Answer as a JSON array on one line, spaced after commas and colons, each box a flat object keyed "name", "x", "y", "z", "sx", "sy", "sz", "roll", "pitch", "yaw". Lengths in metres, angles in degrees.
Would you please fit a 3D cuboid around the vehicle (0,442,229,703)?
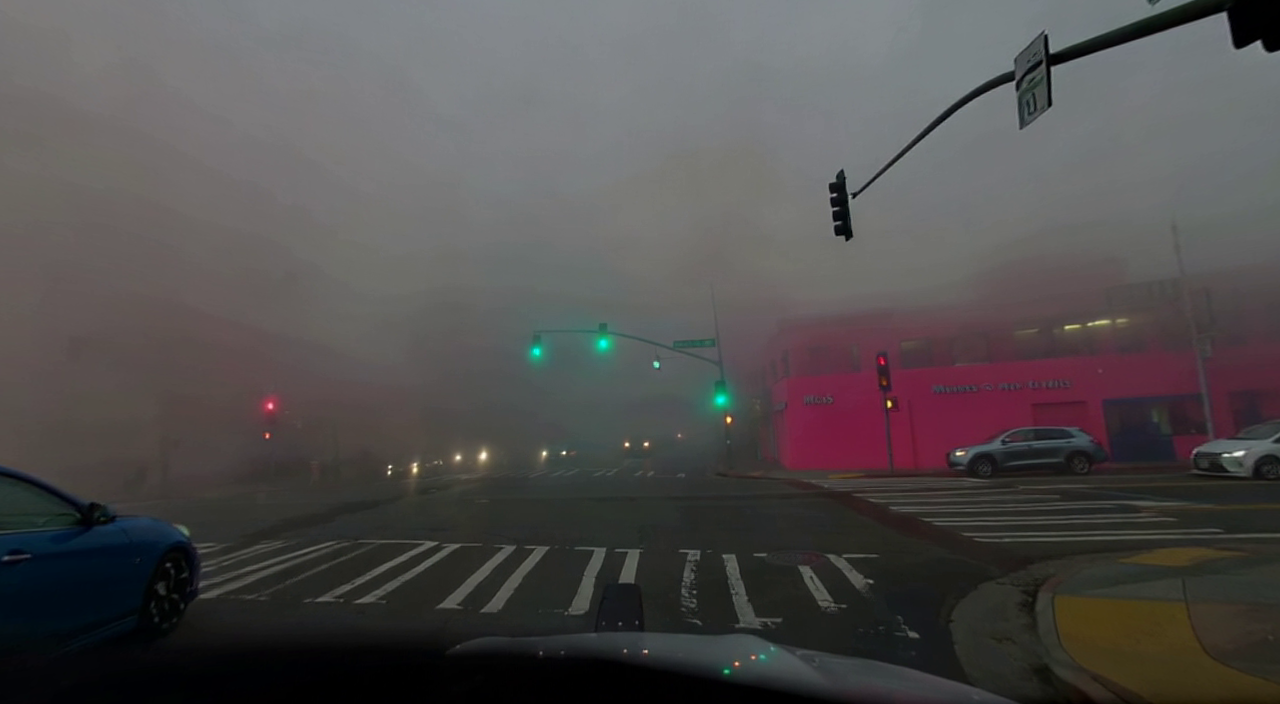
[{"name": "vehicle", "x": -3.735, "y": 0.972, "z": 2.153, "sx": 1.759, "sy": 1.325, "sz": 4.295, "roll": 0, "pitch": -9, "yaw": 0}]

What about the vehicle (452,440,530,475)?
[{"name": "vehicle", "x": -8.379, "y": 5.977, "z": 36.057, "sx": 2.152, "sy": 1.825, "sz": 5.406, "roll": -2, "pitch": -9, "yaw": 12}]

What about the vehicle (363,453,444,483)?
[{"name": "vehicle", "x": -12.593, "y": 6.170, "z": 33.873, "sx": 1.976, "sy": 1.425, "sz": 4.567, "roll": -1, "pitch": -9, "yaw": 9}]

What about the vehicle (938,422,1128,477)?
[{"name": "vehicle", "x": 11.565, "y": 2.898, "z": 18.795, "sx": 4.355, "sy": 1.546, "sz": 1.820, "roll": -1, "pitch": -9, "yaw": 6}]

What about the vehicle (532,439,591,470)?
[{"name": "vehicle", "x": -4.498, "y": 5.977, "z": 36.883, "sx": 1.928, "sy": 1.647, "sz": 4.575, "roll": -2, "pitch": -9, "yaw": 13}]
